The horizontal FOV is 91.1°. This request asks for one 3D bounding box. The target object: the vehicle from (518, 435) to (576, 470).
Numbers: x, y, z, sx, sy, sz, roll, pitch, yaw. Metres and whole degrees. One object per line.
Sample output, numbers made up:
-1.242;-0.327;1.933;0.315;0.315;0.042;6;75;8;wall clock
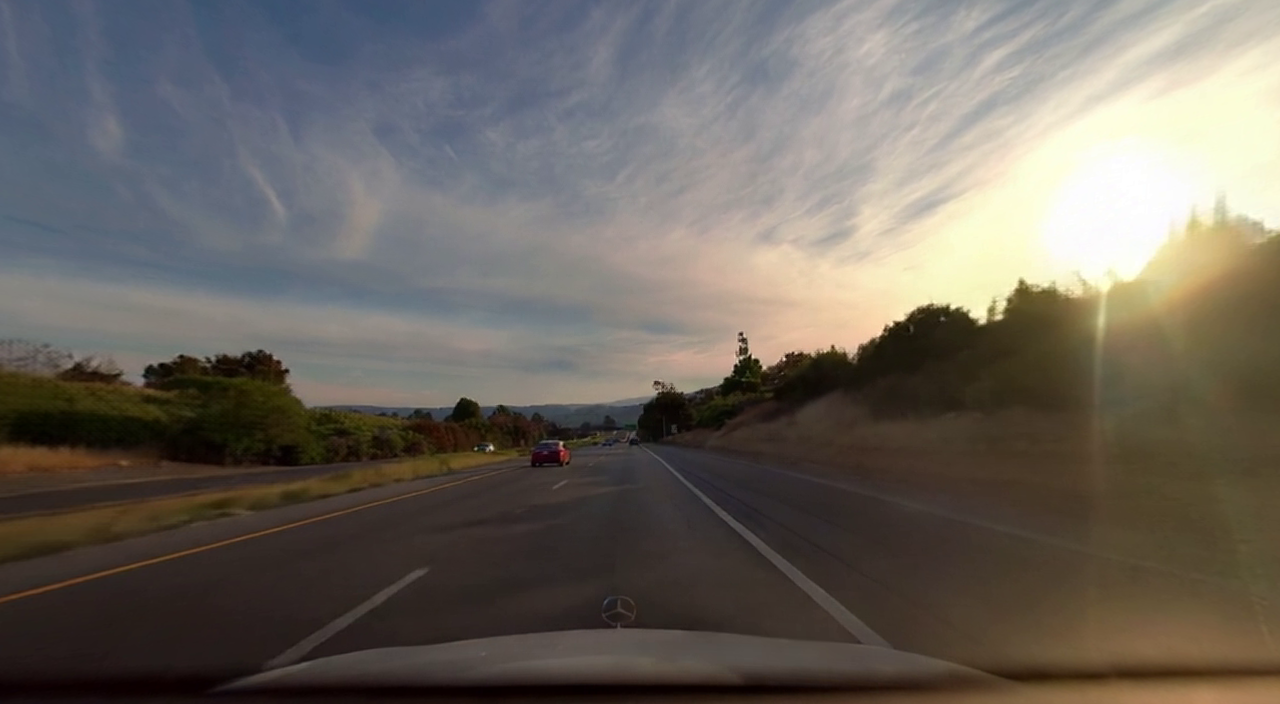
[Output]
-4.251;4.660;29.489;2.063;1.496;4.225;0;-8;0;vehicle
